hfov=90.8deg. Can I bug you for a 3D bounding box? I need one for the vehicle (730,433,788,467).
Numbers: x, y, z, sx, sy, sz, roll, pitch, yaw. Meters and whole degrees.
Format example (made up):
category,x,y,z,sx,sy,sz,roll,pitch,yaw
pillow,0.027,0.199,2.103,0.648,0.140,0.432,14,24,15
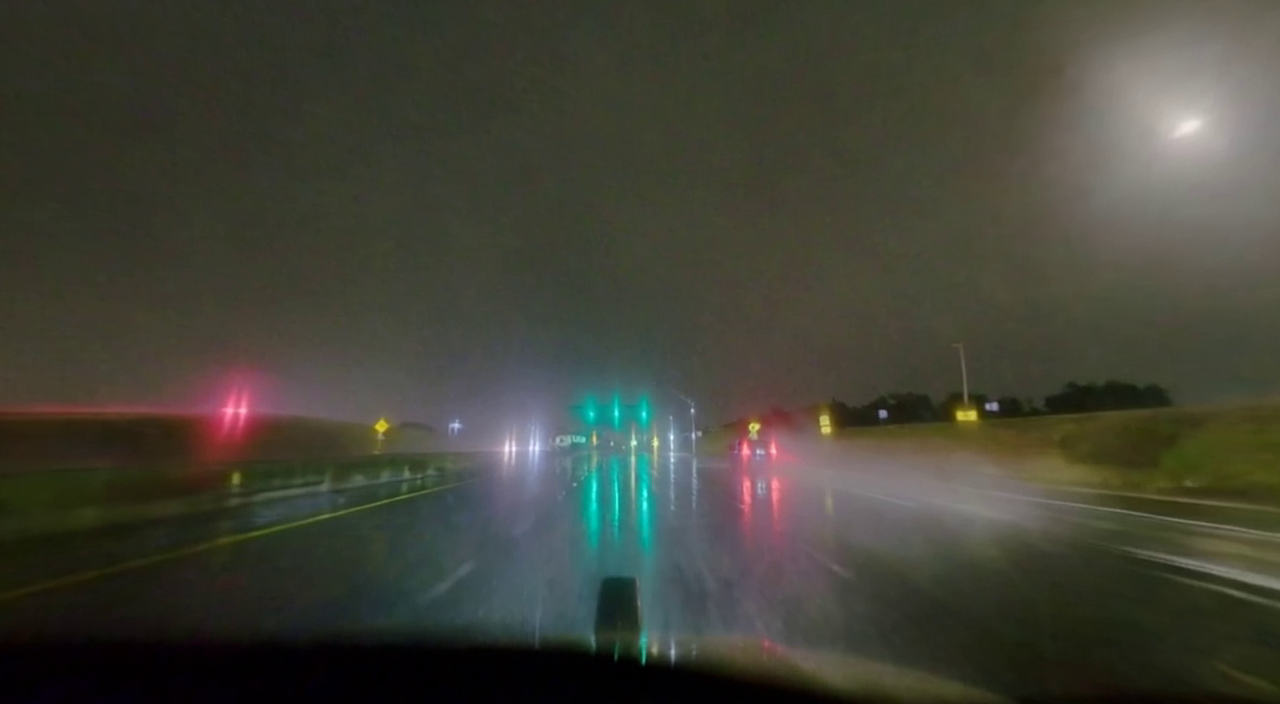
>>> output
category,x,y,z,sx,sy,sz,roll,pitch,yaw
vehicle,6.344,5.325,34.330,2.104,1.723,4.538,0,-8,-2
